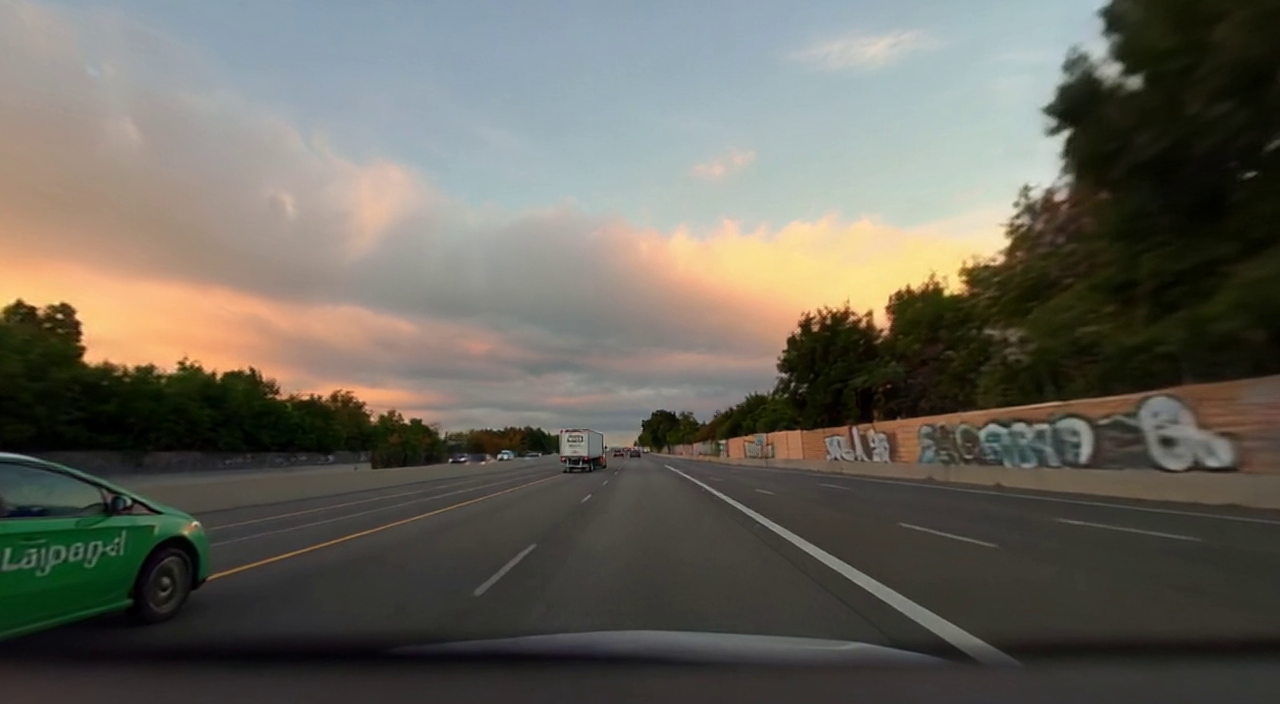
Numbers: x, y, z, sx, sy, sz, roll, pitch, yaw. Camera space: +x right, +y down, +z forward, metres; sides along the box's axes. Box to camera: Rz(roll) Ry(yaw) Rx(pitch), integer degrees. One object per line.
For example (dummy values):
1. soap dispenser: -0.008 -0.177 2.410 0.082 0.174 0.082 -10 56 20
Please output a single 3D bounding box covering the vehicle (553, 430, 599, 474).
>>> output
1. vehicle: -3.899 6.265 39.474 2.305 2.517 5.486 0 -9 0
